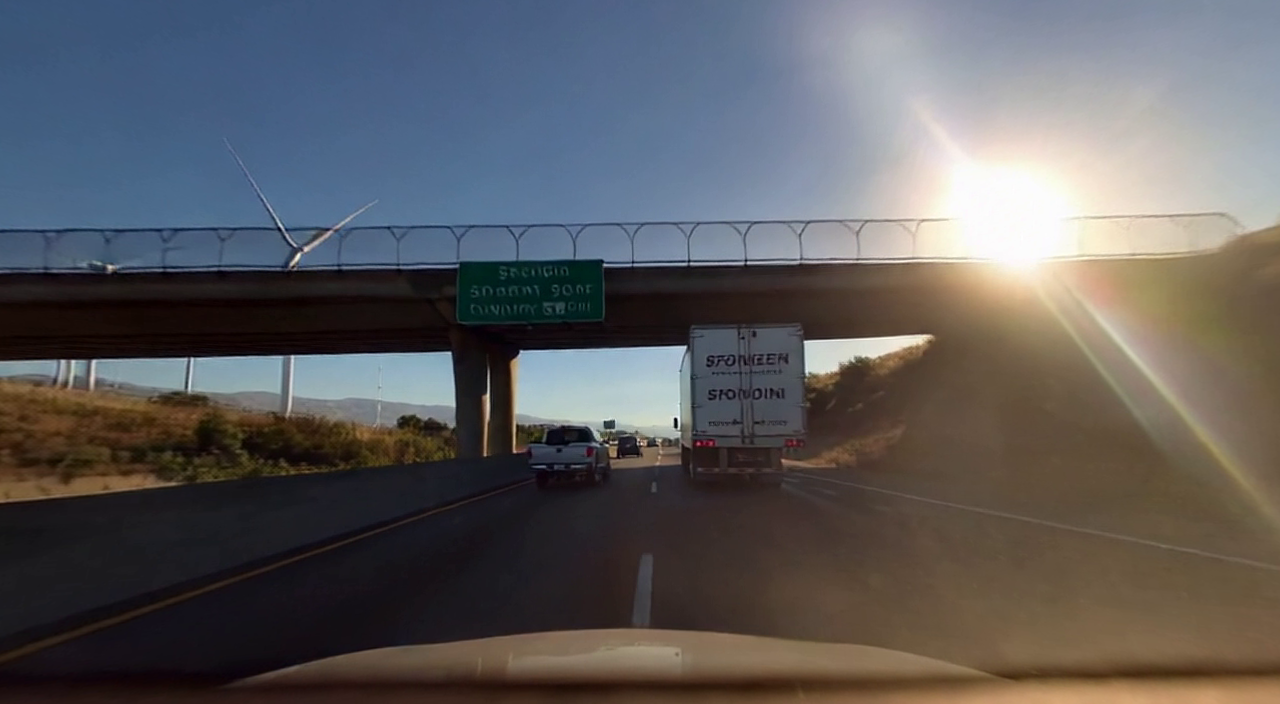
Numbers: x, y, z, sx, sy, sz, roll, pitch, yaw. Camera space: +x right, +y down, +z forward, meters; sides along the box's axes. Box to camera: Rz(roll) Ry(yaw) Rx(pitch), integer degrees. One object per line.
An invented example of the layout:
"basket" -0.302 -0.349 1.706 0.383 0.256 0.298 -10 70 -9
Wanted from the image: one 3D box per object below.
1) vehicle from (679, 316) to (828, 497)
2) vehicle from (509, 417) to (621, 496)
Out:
"vehicle" 2.866 1.994 20.238 2.906 3.990 12.551 0 -7 2
"vehicle" -1.803 2.714 16.908 2.283 1.814 4.568 0 -8 2
